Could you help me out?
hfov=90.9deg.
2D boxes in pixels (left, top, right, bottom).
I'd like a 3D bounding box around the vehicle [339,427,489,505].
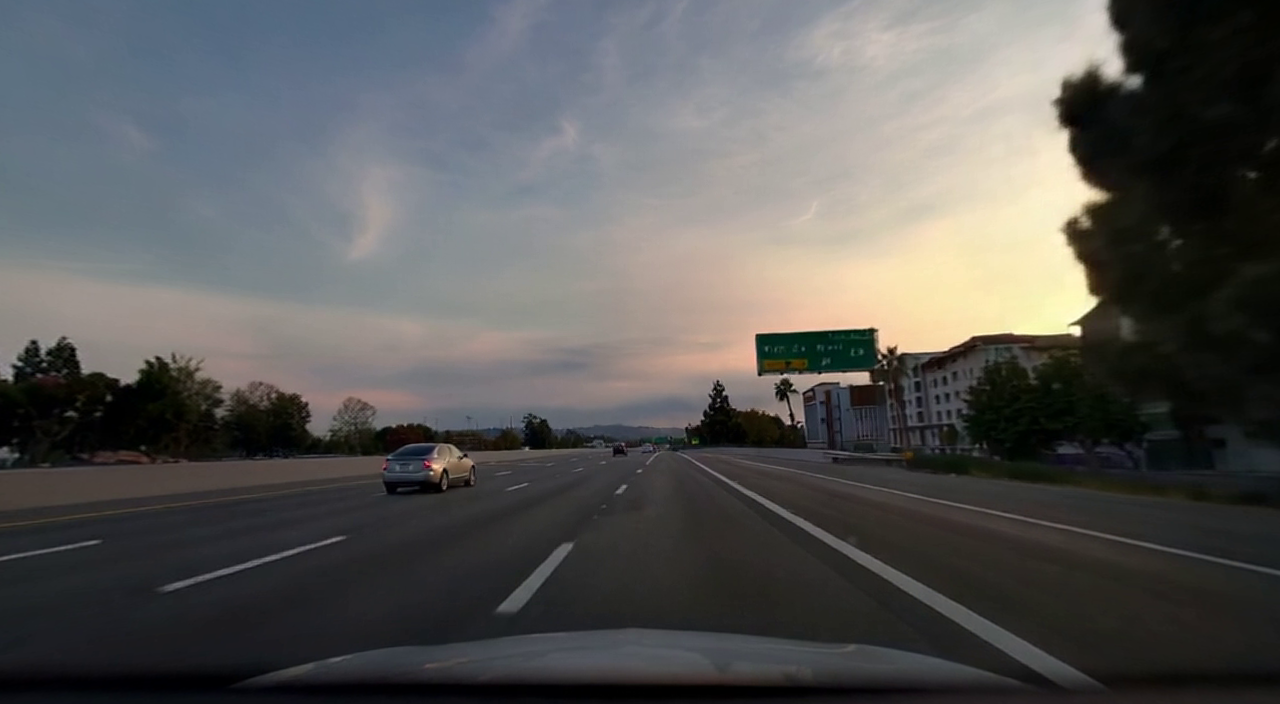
[{"bbox_3d":[-5.878,3.024,17.199,2.145,1.793,4.762,-1,-8,3],"label":"vehicle"}]
